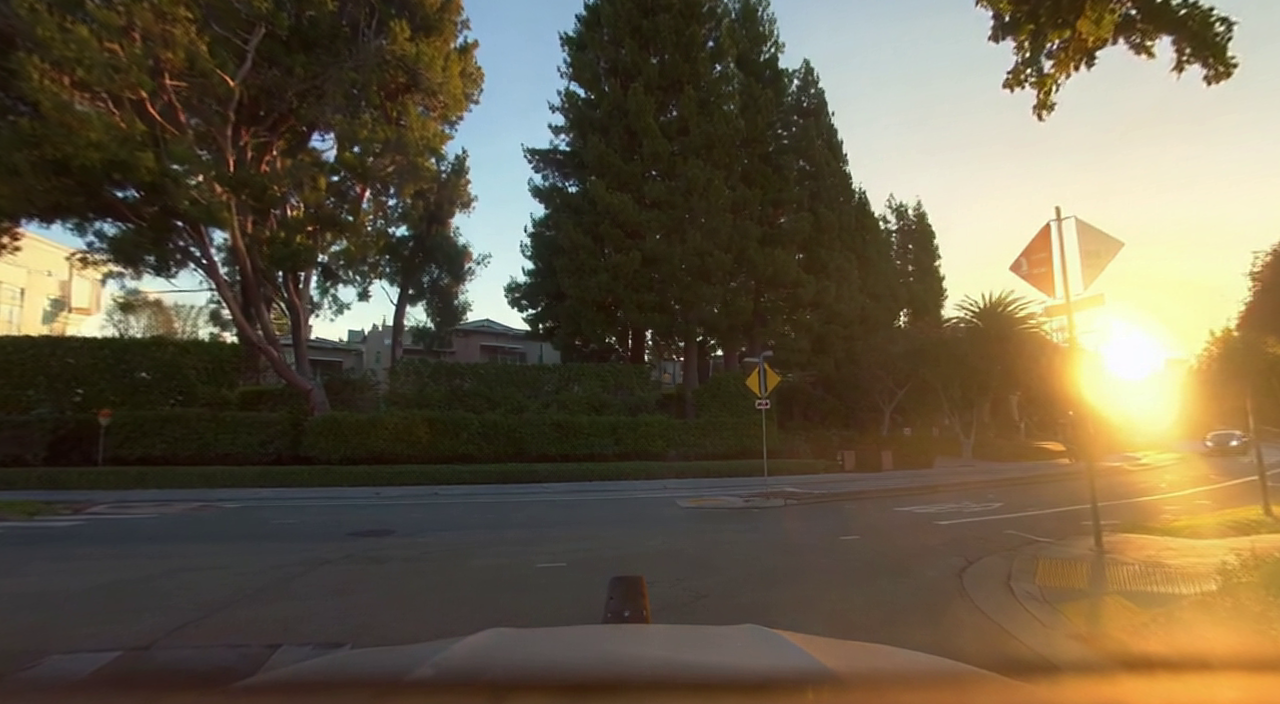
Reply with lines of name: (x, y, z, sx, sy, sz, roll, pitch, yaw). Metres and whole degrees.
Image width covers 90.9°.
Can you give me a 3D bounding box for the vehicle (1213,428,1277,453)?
vehicle: (38.327, 5.605, 39.892, 4.473, 1.474, 2.108, 6, -10, -37)
